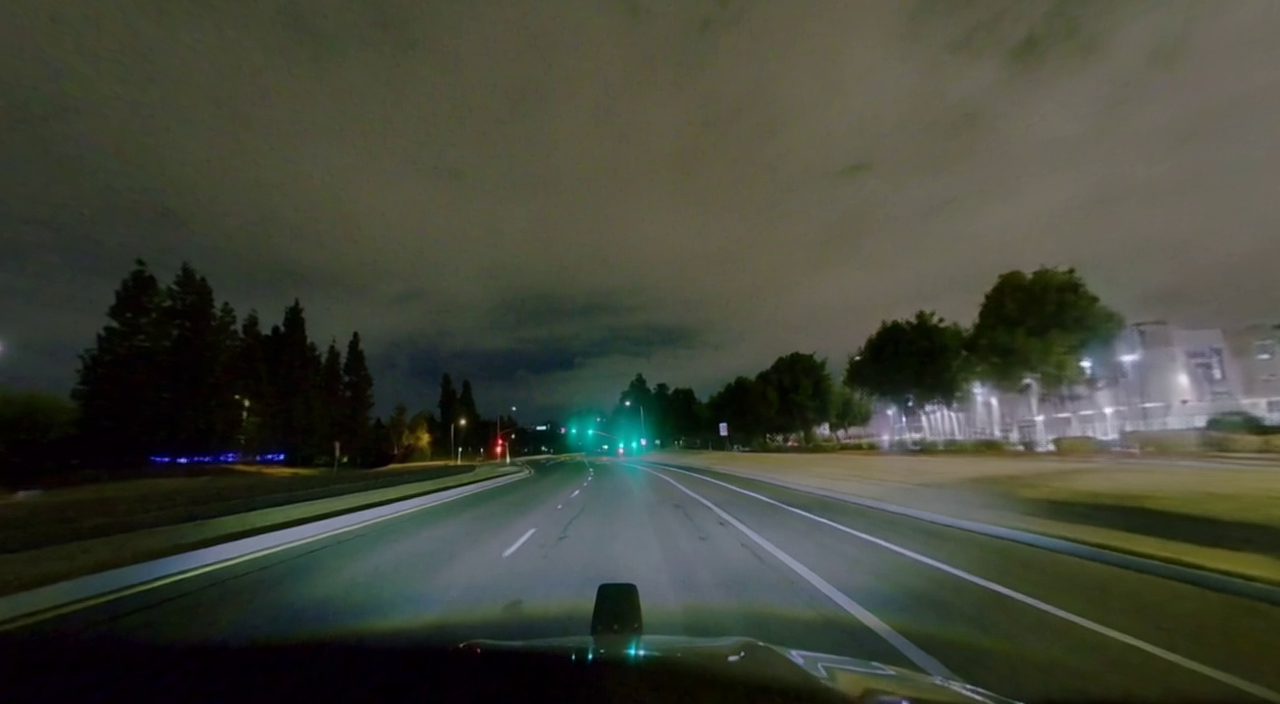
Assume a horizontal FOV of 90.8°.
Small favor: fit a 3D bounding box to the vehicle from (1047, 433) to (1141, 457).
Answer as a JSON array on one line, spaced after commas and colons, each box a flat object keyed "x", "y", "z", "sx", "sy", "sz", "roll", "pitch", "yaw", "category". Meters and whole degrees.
[{"x": 31.029, "y": 6.336, "z": 43.258, "sx": 5.062, "sy": 1.557, "sz": 1.988, "roll": 1, "pitch": -8, "yaw": -6, "category": "vehicle"}]
